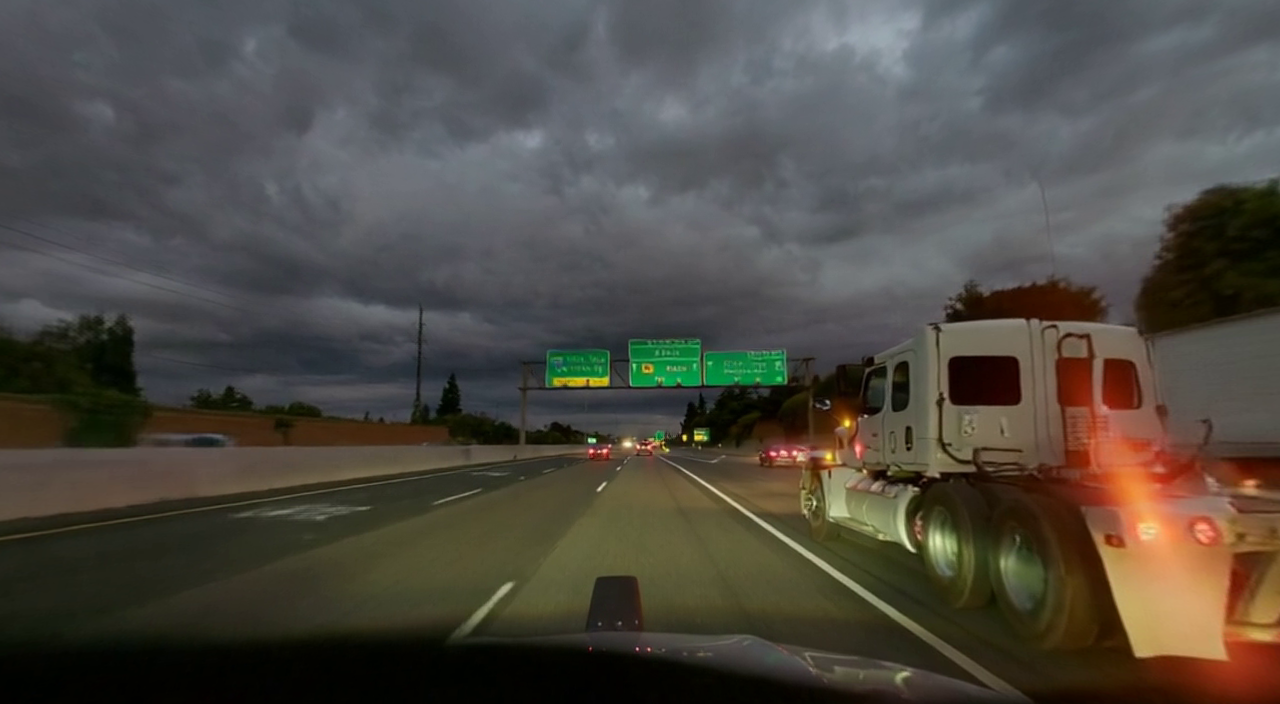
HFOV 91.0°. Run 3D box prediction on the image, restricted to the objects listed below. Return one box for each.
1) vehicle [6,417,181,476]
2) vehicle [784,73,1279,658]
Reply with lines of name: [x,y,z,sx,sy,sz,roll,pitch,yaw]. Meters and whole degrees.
vehicle: [-14.526,2.543,17.024,1.553,1.422,3.461,0,-8,1]
vehicle: [4.047,0.494,7.915,3.042,4.037,7.253,0,-8,3]
